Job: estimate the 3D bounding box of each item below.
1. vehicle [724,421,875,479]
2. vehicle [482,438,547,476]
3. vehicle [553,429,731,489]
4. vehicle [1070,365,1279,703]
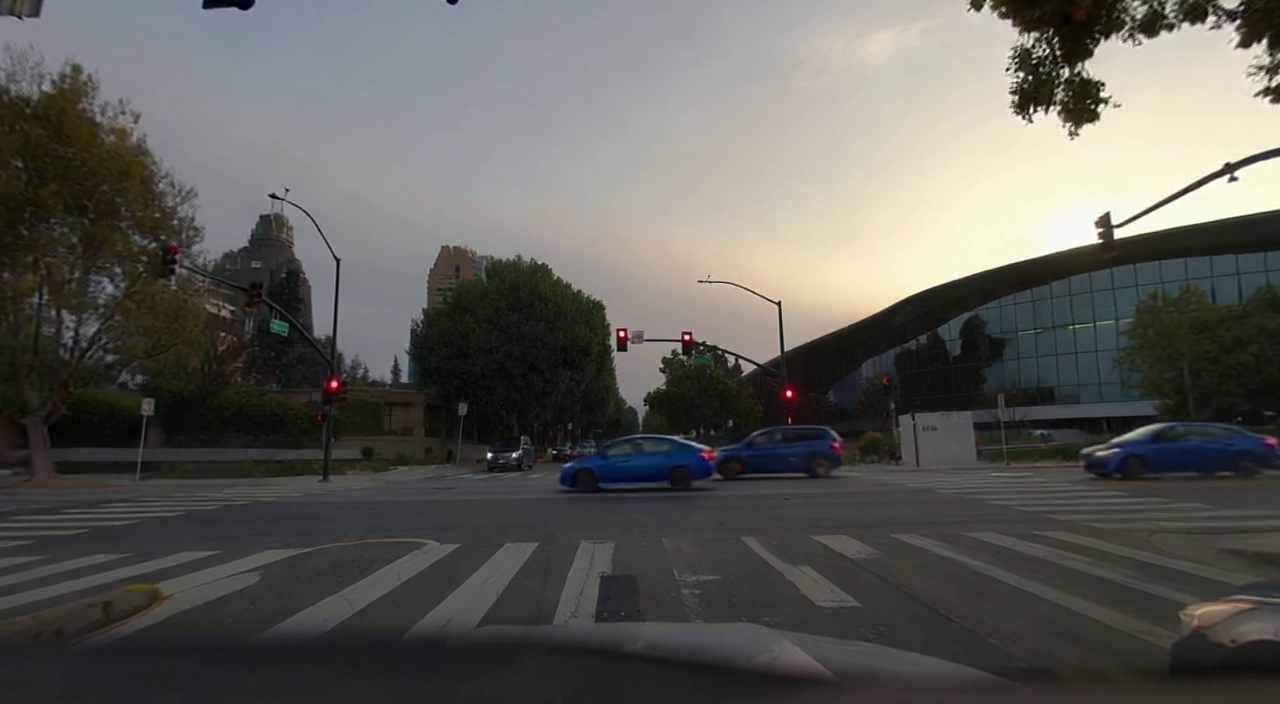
[{"bbox_3d":[5.054,3.170,20.439,4.363,1.757,1.926,0,-8,1],"label":"vehicle"},{"bbox_3d":[-5.965,5.036,30.361,2.115,1.690,4.322,-1,-8,2],"label":"vehicle"},{"bbox_3d":[0.047,2.842,16.786,4.464,1.472,1.867,0,-8,0],"label":"vehicle"},{"bbox_3d":[2.888,0.675,0.826,1.947,1.576,3.825,0,-8,1],"label":"vehicle"}]
